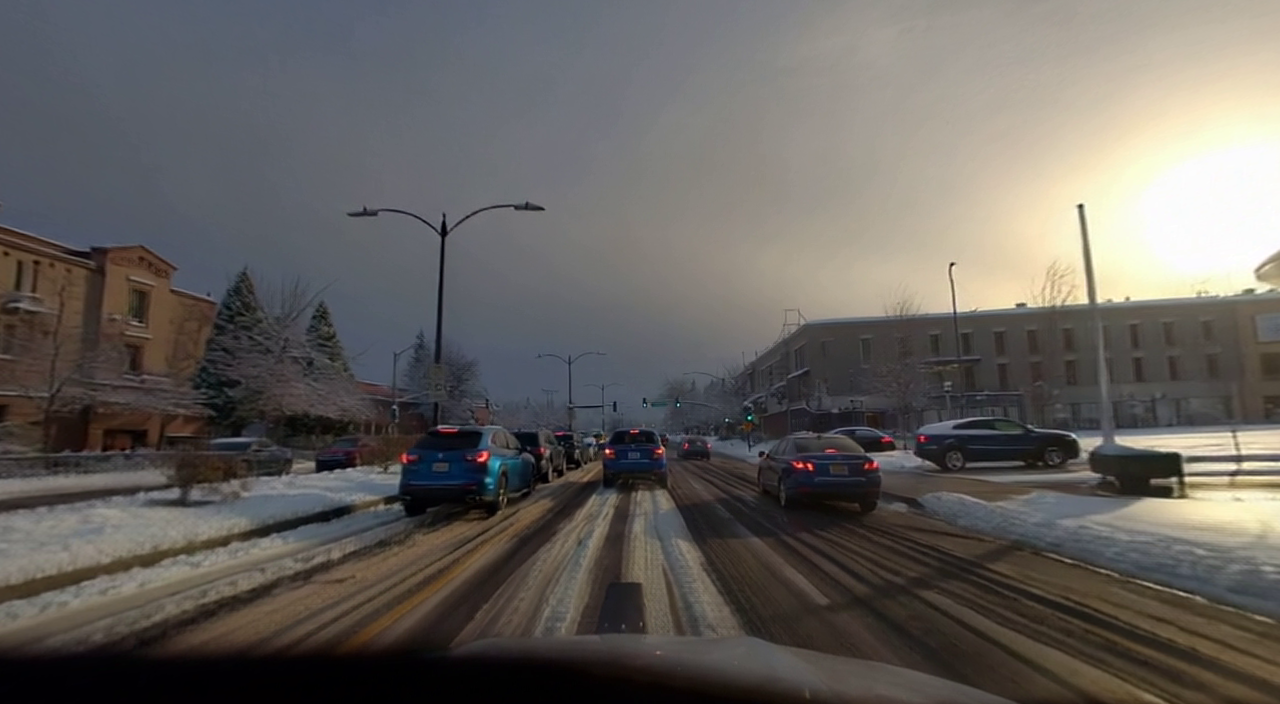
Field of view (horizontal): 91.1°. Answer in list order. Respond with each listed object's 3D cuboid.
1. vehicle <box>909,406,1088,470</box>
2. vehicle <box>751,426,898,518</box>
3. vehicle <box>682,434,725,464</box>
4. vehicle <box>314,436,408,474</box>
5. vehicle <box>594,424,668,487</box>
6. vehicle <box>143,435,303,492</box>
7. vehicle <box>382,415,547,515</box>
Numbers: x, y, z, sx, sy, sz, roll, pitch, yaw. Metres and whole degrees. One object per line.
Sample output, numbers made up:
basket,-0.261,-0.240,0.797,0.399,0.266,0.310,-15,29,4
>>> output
vehicle,12.443,3.037,22.047,4.991,1.978,2.090,-8,-11,42
vehicle,3.489,2.337,12.699,1.847,1.554,3.885,0,-8,1
vehicle,3.378,5.282,34.282,1.948,1.475,4.093,0,-8,0
vehicle,-12.171,4.527,27.774,1.924,1.511,4.640,0,-8,1
vehicle,-0.198,3.137,19.283,2.022,1.700,4.084,0,-8,1
vehicle,-12.360,3.313,19.023,1.843,1.509,4.301,0,-8,1
vehicle,-3.392,2.288,13.160,2.047,1.710,4.314,0,-8,2
